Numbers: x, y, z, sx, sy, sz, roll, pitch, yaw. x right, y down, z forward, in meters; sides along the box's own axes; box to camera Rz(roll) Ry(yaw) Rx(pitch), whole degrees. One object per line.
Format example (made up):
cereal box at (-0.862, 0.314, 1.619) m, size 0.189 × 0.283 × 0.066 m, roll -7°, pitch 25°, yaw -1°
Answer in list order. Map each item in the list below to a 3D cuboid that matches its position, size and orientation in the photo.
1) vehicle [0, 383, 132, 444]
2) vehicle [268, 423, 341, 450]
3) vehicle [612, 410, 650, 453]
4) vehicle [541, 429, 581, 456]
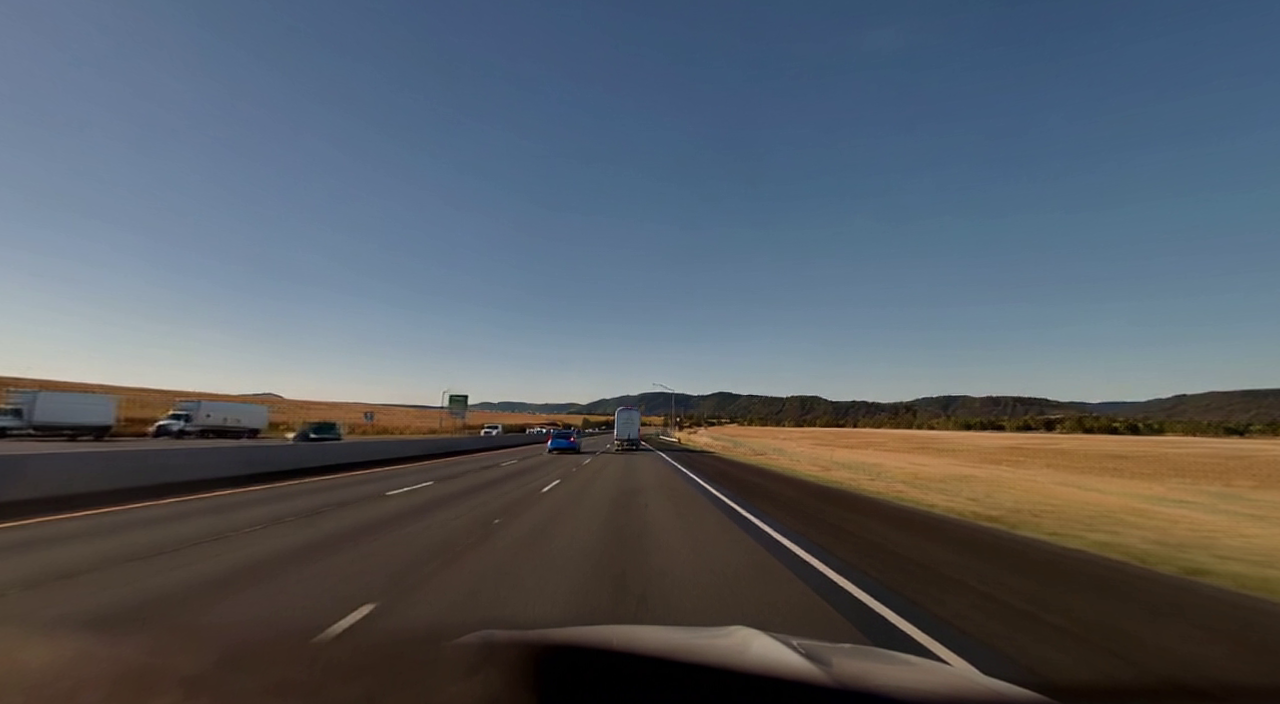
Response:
vehicle at (-41.700, 4.593, 45.277) m, size 2.866 × 3.976 × 8.572 m, roll 0°, pitch -8°, yaw 0°
vehicle at (-19.961, 5.079, 37.649) m, size 1.860 × 1.514 × 4.643 m, roll 0°, pitch -8°, yaw -1°
vehicle at (-0.648, 5.478, 42.979) m, size 2.418 × 2.704 × 6.445 m, roll 0°, pitch -8°, yaw -2°
vehicle at (-4.688, 5.463, 37.930) m, size 1.932 × 1.544 × 3.864 m, roll 0°, pitch -8°, yaw -1°
